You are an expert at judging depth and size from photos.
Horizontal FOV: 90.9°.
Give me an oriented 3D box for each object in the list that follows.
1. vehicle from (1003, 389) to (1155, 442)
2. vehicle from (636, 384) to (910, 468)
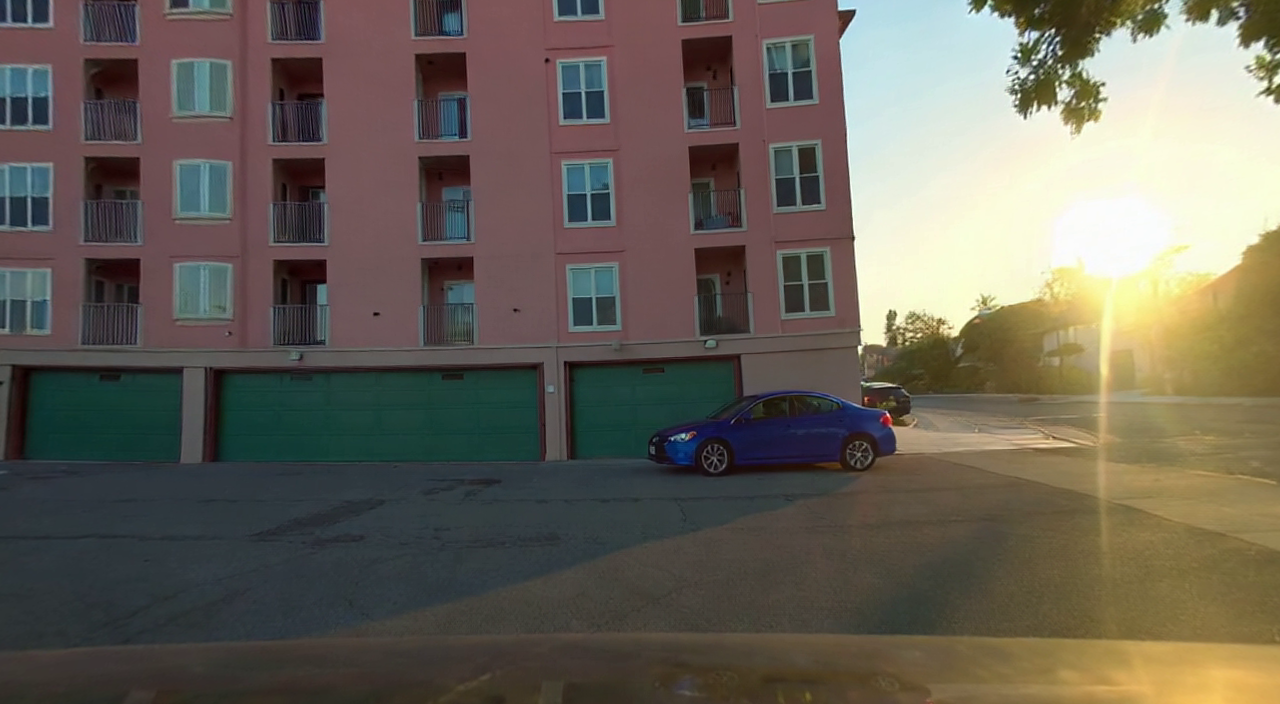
[{"bbox_3d":[15.756,2.320,22.802,3.905,1.475,2.057,-5,-7,-4],"label":"vehicle"},{"bbox_3d":[2.293,1.413,11.838,4.697,1.444,1.825,0,-8,-1],"label":"vehicle"}]
